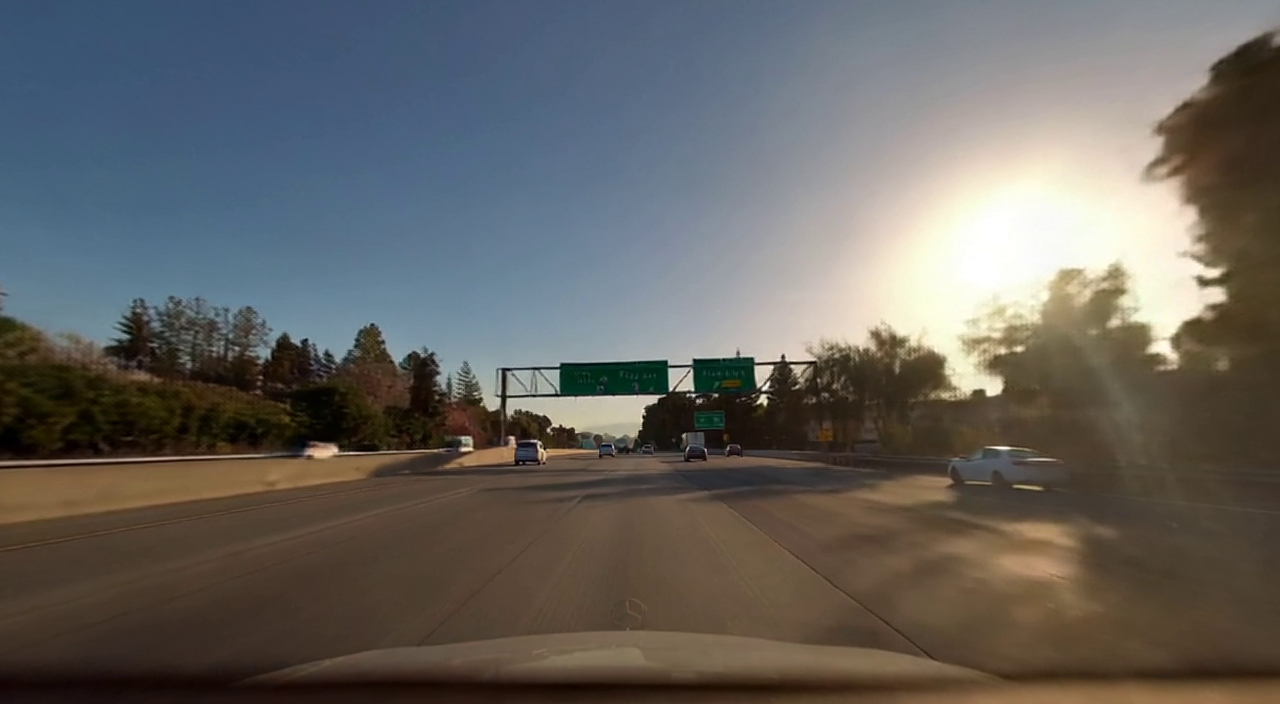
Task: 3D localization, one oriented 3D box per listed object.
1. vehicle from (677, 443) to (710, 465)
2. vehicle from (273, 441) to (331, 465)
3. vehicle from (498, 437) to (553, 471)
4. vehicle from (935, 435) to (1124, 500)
[{"bbox_3d":[3.657,7.025,43.242,1.950,1.453,3.378,0,-9,-1],"label":"vehicle"},{"bbox_3d":[-21.187,6.340,39.494,1.650,1.414,3.441,0,-9,1],"label":"vehicle"},{"bbox_3d":[-6.300,5.664,35.066,2.091,1.746,4.437,0,-9,1],"label":"vehicle"},{"bbox_3d":[10.192,3.043,17.009,1.979,1.467,4.839,0,-9,-1],"label":"vehicle"}]
